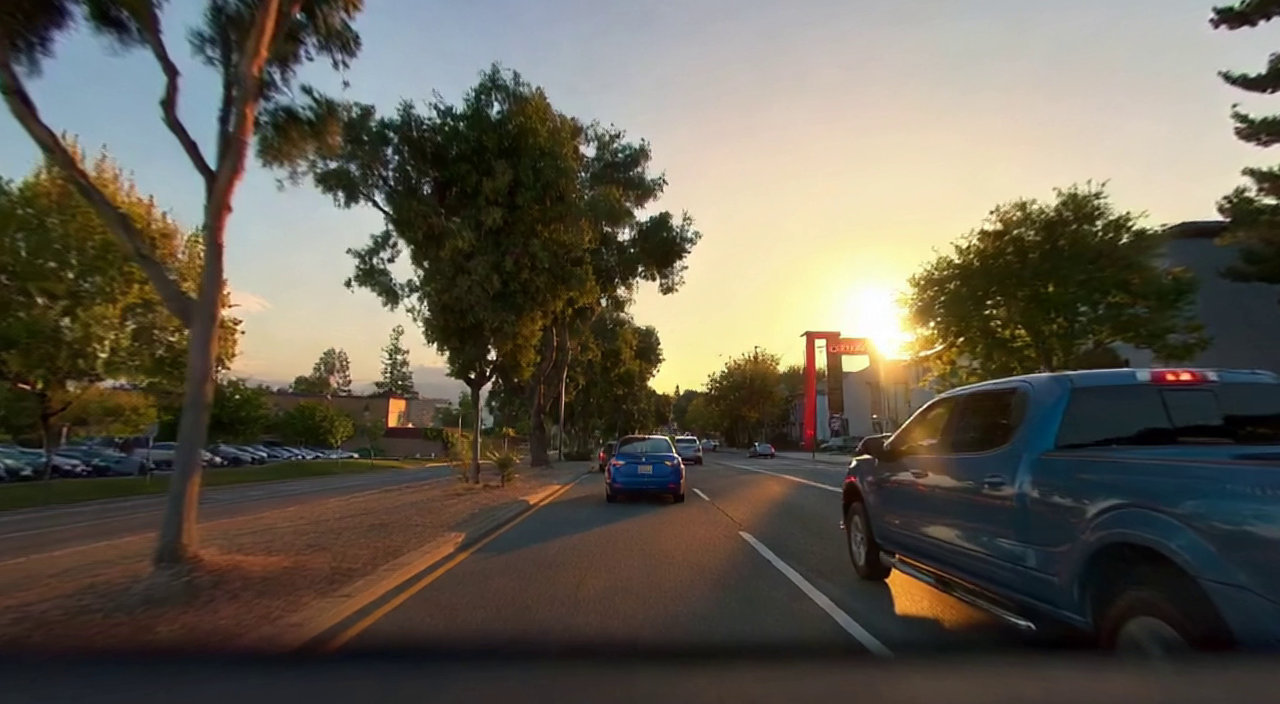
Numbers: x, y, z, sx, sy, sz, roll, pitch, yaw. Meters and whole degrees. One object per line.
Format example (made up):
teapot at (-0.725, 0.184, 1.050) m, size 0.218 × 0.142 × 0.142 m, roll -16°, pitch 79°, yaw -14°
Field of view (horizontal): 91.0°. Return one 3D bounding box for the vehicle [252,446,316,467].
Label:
vehicle at (-28.260, 8.320, 49.991) m, size 3.894 × 1.527 × 1.872 m, roll -1°, pitch -10°, yaw -1°

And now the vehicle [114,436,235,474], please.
vehicle at (-32.363, 7.210, 44.264) m, size 2.664 × 2.215 × 7.903 m, roll -4°, pitch -9°, yaw -1°

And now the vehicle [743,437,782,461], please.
vehicle at (8.730, 6.943, 45.120) m, size 2.091 × 1.612 × 4.121 m, roll 0°, pitch -8°, yaw 2°

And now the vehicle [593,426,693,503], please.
vehicle at (0.044, 2.740, 15.699) m, size 2.145 × 1.650 × 4.021 m, roll 0°, pitch -8°, yaw -1°

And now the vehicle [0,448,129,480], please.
vehicle at (-27.869, 5.401, 30.441) m, size 4.578 × 1.446 × 1.899 m, roll 0°, pitch -9°, yaw -1°

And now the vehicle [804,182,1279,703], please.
vehicle at (3.299, 0.857, 4.068) m, size 2.731 × 2.101 × 6.047 m, roll 0°, pitch -8°, yaw -1°
